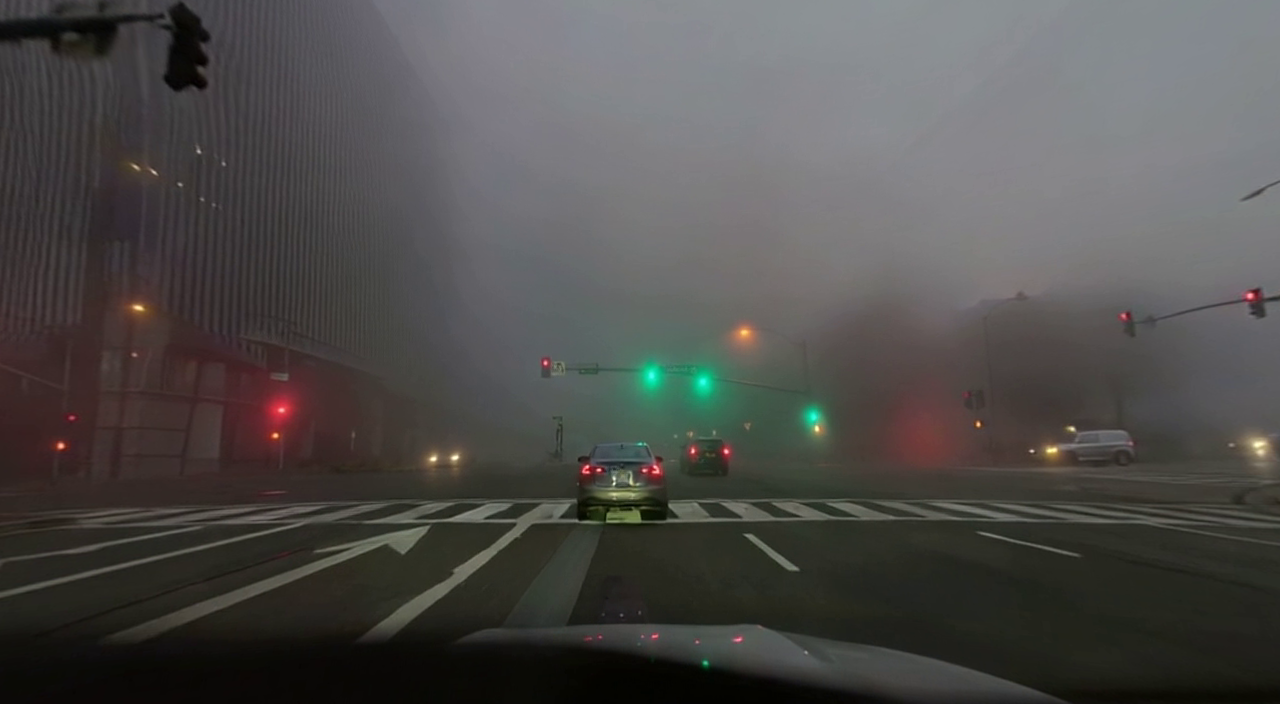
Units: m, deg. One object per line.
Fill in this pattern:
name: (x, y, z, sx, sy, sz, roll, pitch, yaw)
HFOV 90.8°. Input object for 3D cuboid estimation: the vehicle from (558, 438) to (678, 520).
vehicle: (-0.436, 2.565, 13.419, 2.144, 1.398, 3.963, 1, -7, -1)

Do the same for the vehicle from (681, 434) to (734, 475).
vehicle: (3.202, 4.906, 30.601, 2.078, 1.799, 4.089, 1, -7, -1)

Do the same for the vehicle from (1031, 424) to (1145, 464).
vehicle: (23.961, 4.957, 33.925, 4.384, 2.000, 2.345, 1, -8, -4)
